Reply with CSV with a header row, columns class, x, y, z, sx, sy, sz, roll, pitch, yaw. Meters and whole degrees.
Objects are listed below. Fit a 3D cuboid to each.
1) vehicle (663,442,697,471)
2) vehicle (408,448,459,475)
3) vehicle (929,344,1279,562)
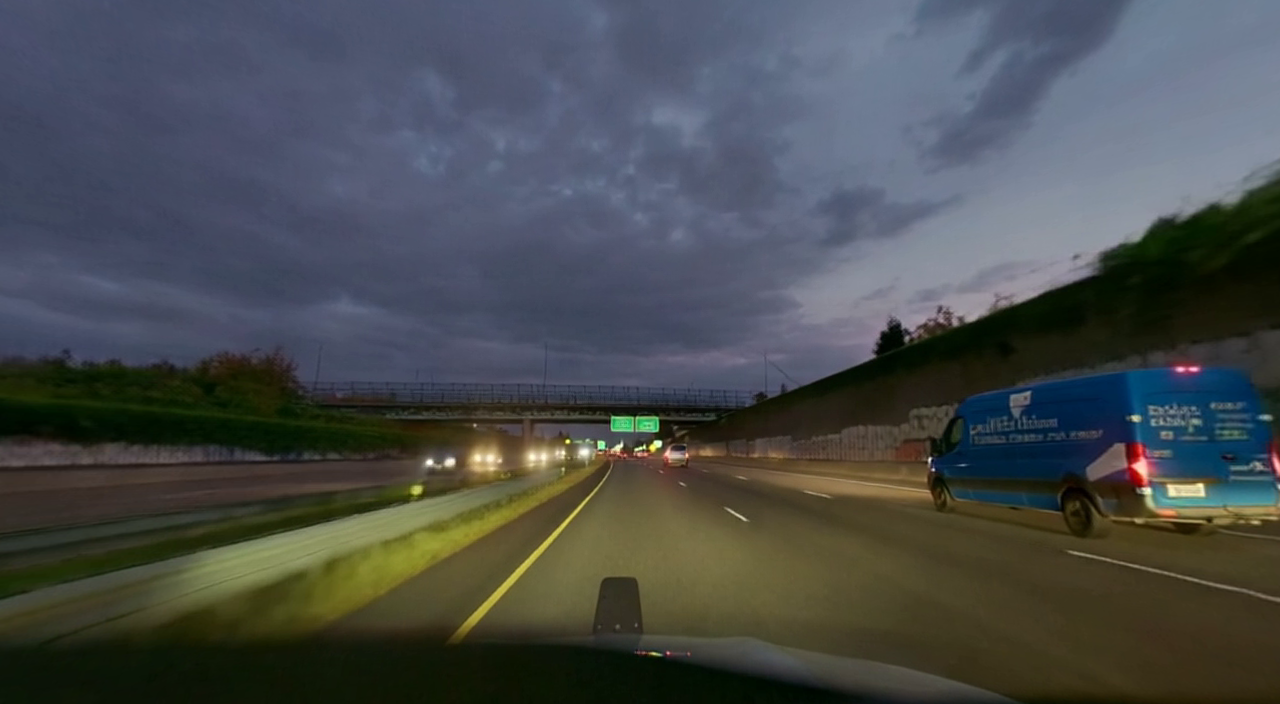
class,x,y,z,sx,sy,sz,roll,pitch,yaw
vehicle,2.888,7.670,46.218,2.007,1.943,5.010,0,-9,-2
vehicle,-12.174,6.429,37.203,1.774,1.495,3.698,0,-9,-1
vehicle,7.415,1.633,10.515,2.283,2.631,5.719,0,-9,-1
